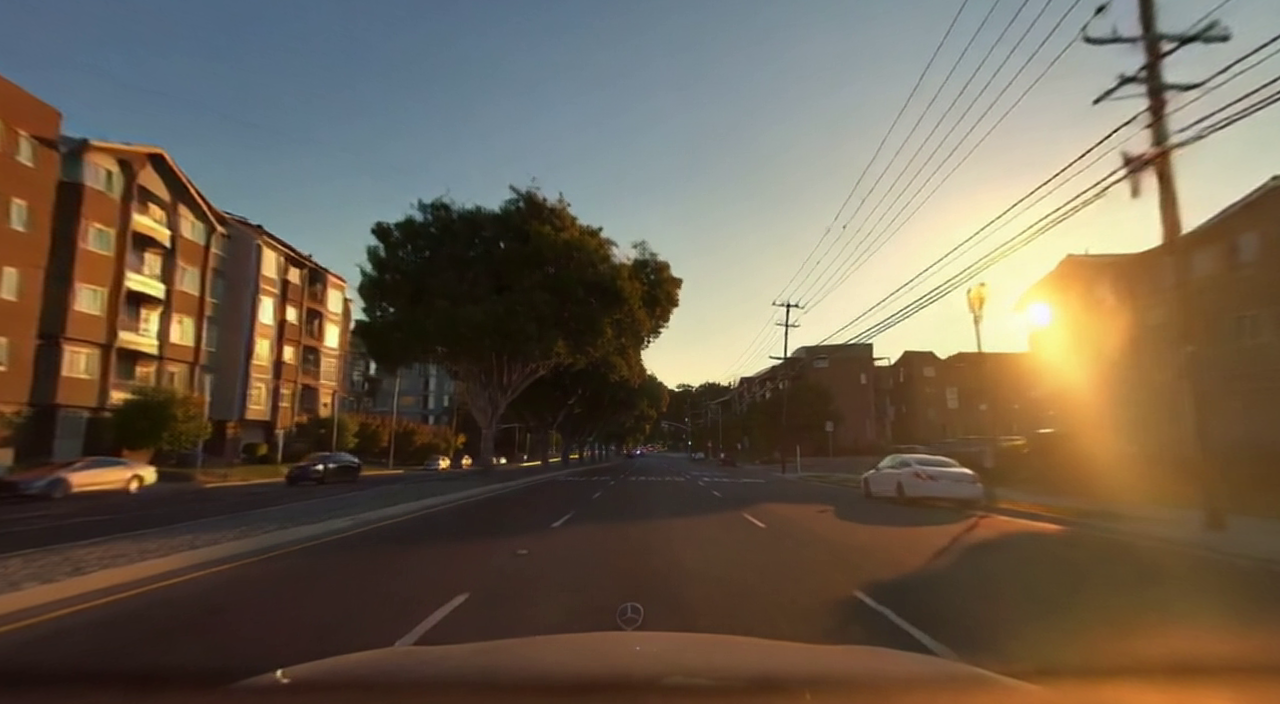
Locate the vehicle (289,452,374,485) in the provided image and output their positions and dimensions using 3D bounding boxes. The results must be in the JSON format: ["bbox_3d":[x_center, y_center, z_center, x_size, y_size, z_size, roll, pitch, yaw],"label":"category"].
[{"bbox_3d":[-15.309,5.786,31.596,1.873,1.469,4.442,0,-8,2],"label":"vehicle"}]

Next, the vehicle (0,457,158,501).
[{"bbox_3d":[-22.057,4.973,25.096,1.906,1.487,4.773,0,-8,1],"label":"vehicle"}]

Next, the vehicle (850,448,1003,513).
[{"bbox_3d":[7.438,3.342,16.987,1.986,1.467,4.412,0,-8,-1],"label":"vehicle"}]
